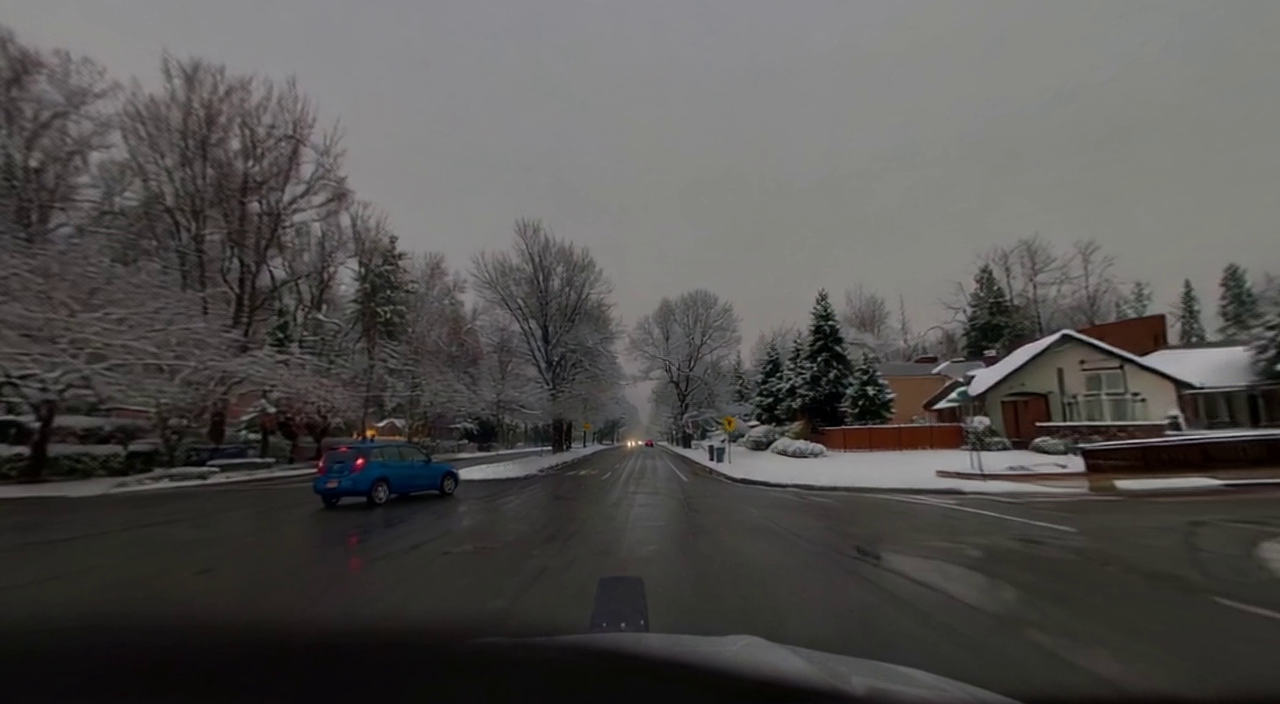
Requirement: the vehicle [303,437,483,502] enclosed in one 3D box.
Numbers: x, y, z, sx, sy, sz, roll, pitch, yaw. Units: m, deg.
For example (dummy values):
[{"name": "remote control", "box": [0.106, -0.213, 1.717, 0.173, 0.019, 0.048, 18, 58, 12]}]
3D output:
[{"name": "vehicle", "box": [-7.213, 3.446, 19.030, 2.170, 1.666, 4.788, -5, -9, 26]}]
